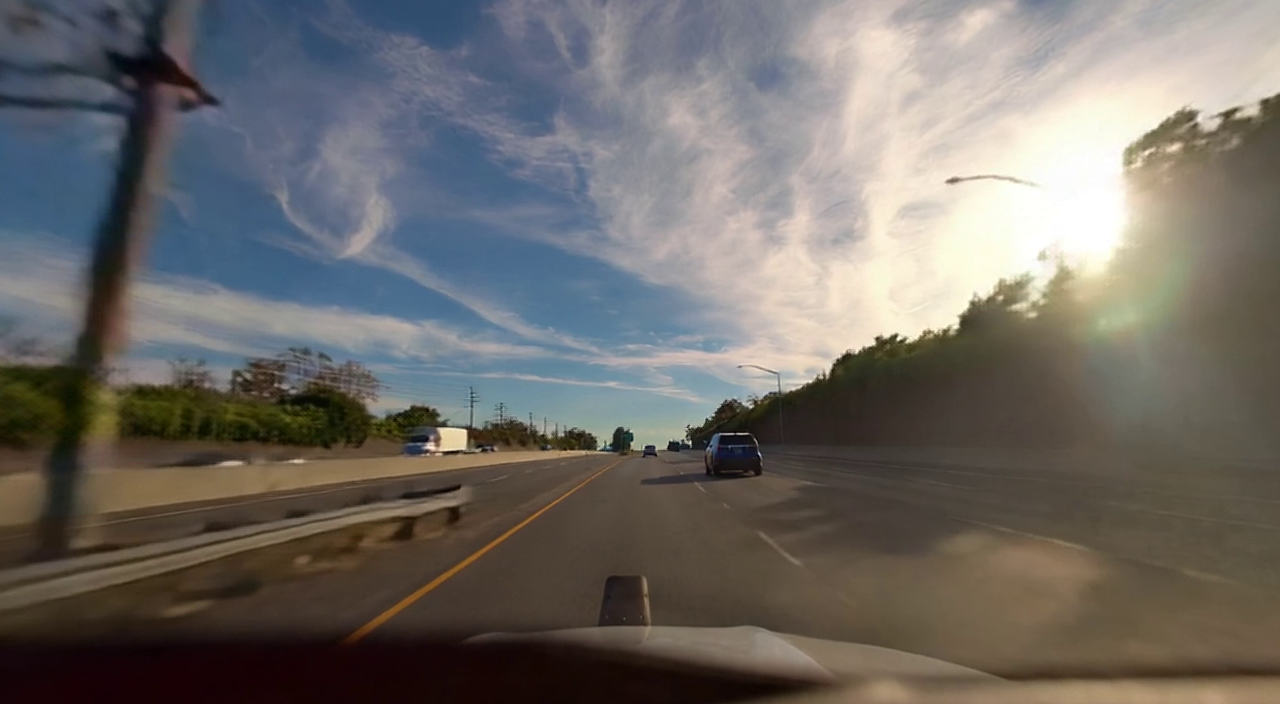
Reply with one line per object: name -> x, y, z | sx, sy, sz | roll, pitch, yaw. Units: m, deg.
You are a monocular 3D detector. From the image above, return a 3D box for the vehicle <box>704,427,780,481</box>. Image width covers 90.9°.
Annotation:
vehicle -> 3.738, 3.856, 23.984 | 2.120, 1.832, 4.287 | 0, -8, -1
